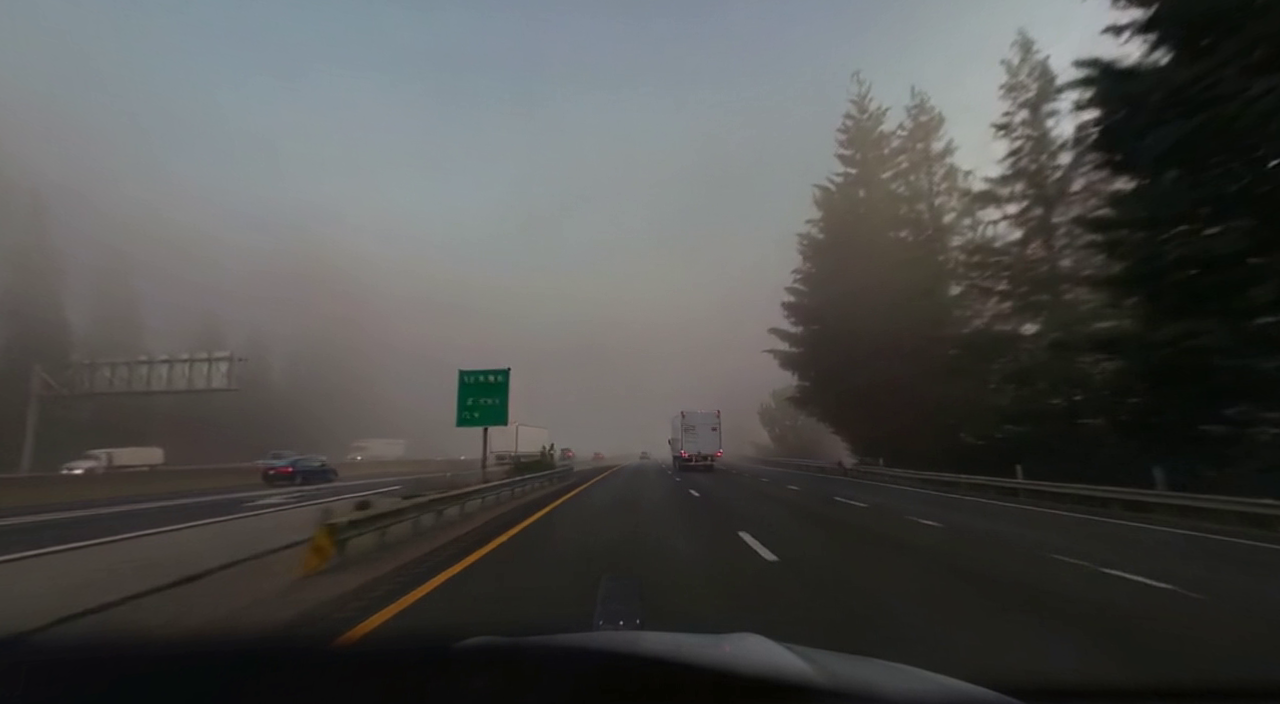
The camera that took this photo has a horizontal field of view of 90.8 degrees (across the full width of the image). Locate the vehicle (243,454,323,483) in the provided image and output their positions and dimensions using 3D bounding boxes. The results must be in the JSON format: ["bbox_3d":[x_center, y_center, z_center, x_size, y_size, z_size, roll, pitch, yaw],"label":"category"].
[{"bbox_3d":[-19.834,6.482,35.285,1.833,1.438,4.011,-1,-9,5],"label":"vehicle"}]

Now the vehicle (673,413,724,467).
[{"bbox_3d":[4.291,7.009,49.429,2.928,3.595,13.975,0,-9,1],"label":"vehicle"}]
